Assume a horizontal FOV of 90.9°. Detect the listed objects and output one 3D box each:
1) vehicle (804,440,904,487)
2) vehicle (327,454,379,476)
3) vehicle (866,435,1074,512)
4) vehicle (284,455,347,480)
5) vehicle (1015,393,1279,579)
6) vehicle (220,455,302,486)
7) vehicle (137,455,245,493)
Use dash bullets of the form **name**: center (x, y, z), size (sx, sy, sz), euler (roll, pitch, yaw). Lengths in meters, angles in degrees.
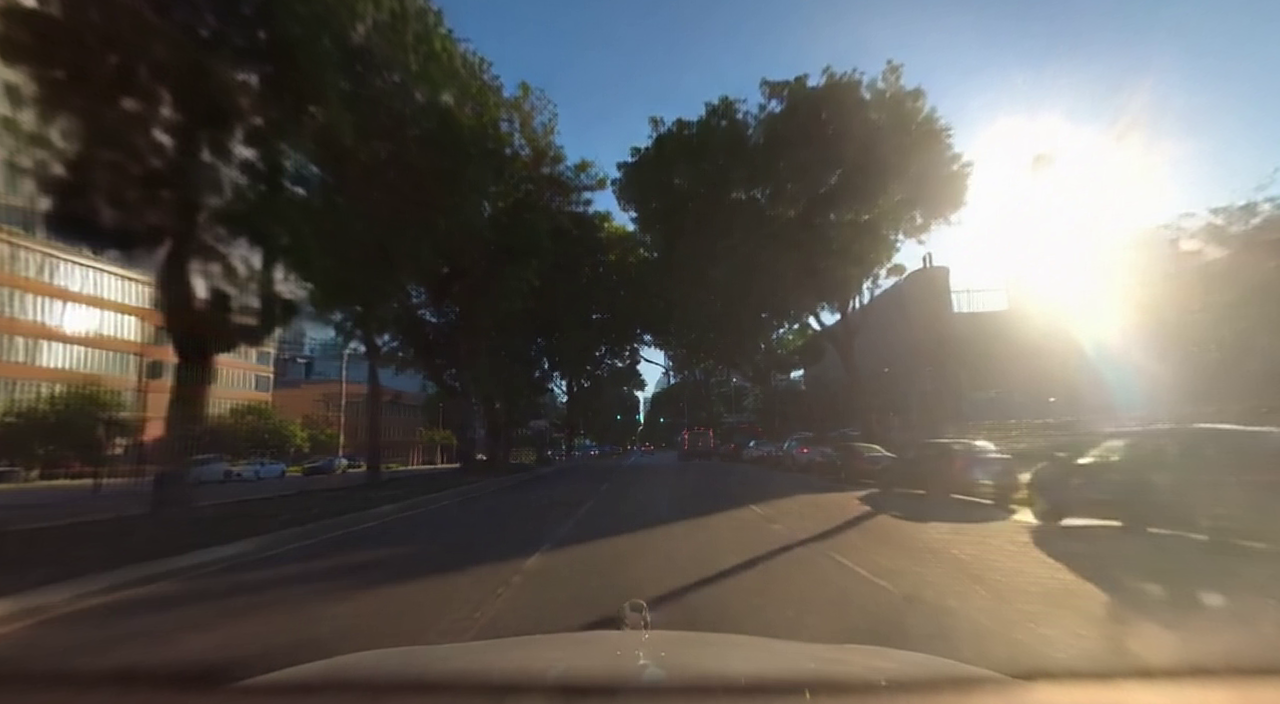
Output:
- **vehicle**: center (7.380, 3.873, 22.288), size (1.850, 1.448, 4.844), euler (0, -8, 0)
- **vehicle**: center (-21.715, 8.530, 47.893), size (1.922, 1.545, 4.178), euler (-1, -8, 1)
- **vehicle**: center (7.344, 2.755, 14.847), size (2.196, 1.471, 4.999), euler (0, -8, 0)
- **vehicle**: center (-21.753, 7.736, 42.500), size (1.821, 1.496, 4.724), euler (-2, -8, -1)
- **vehicle**: center (7.352, 1.630, 8.317), size (1.908, 1.833, 4.711), euler (0, -8, 1)
- **vehicle**: center (-21.907, 6.850, 36.705), size (1.909, 1.495, 4.786), euler (-3, -8, -1)
- **vehicle**: center (-22.014, 5.957, 31.194), size (1.968, 1.615, 4.591), euler (0, -8, 0)
